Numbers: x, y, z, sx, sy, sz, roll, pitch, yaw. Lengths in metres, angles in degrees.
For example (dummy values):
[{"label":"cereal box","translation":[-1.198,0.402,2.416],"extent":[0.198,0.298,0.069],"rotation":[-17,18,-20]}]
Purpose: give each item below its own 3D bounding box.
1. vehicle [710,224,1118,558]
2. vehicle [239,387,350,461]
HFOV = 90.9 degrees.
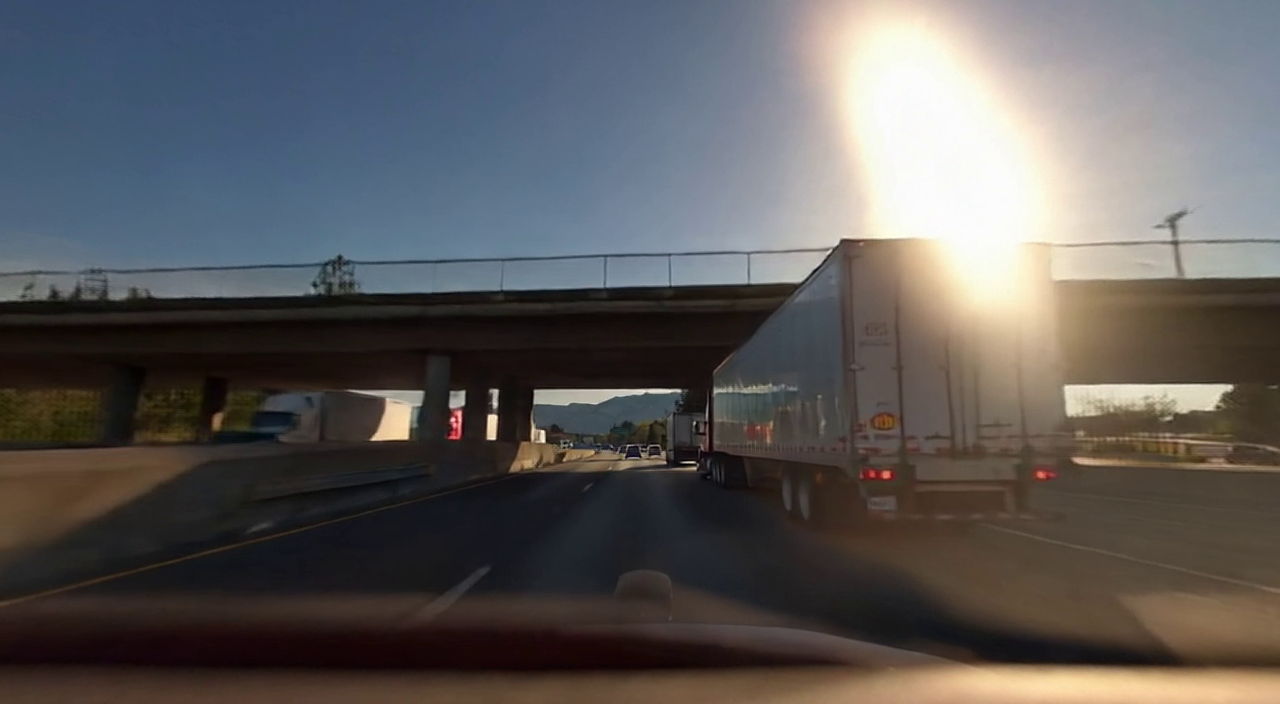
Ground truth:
[{"label":"vehicle","translation":[3.963,1.443,14.481],"extent":[2.922,3.987,14.038],"rotation":[0,-9,-1]},{"label":"vehicle","translation":[-19.678,4.237,36.400],"extent":[2.953,3.898,5.804],"rotation":[0,-9,0]}]
